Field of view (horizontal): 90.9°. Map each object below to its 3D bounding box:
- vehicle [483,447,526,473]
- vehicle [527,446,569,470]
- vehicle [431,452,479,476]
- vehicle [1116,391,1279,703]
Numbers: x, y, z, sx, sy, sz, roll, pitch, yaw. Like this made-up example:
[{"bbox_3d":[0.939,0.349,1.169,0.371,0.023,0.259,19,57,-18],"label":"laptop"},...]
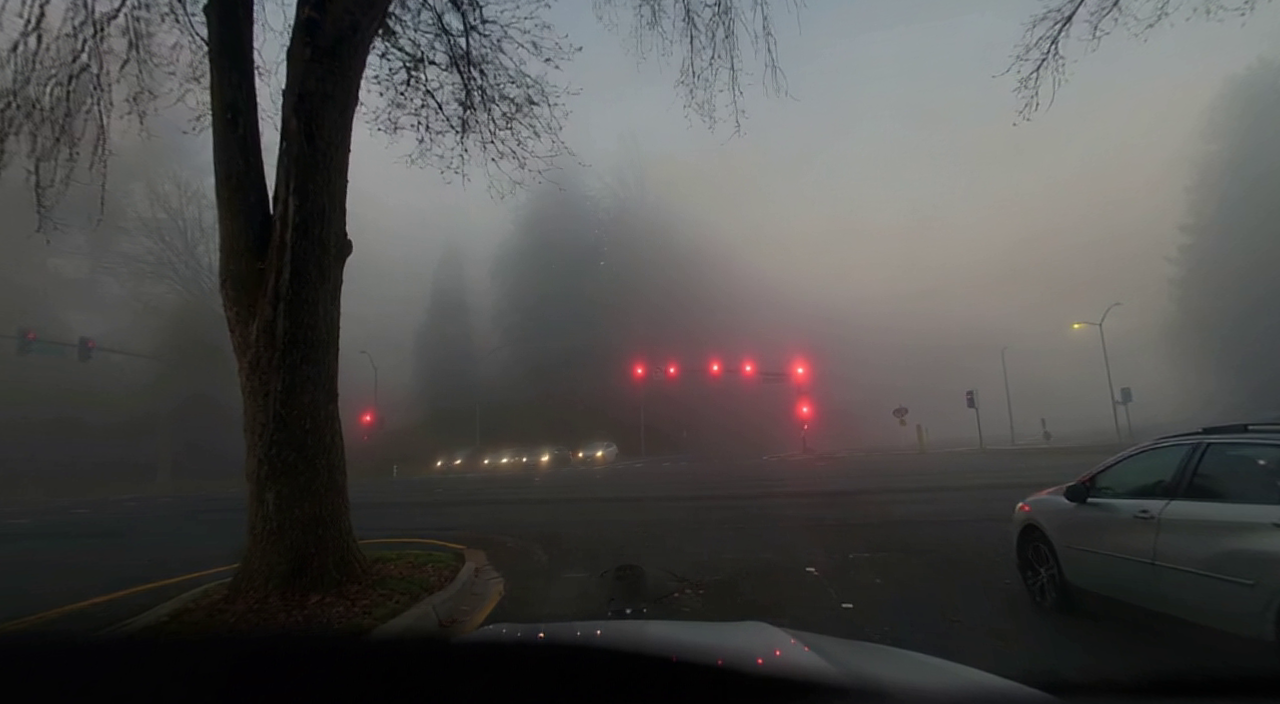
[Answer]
[{"bbox_3d":[-9.803,7.835,45.939,2.064,1.725,4.243,0,-9,1],"label":"vehicle"},{"bbox_3d":[-6.572,7.607,45.497,2.126,1.657,4.307,-1,-9,3],"label":"vehicle"},{"bbox_3d":[-13.434,8.118,45.983,2.101,1.637,4.304,0,-9,1],"label":"vehicle"},{"bbox_3d":[3.053,0.619,0.421,1.978,1.468,4.544,0,-9,1],"label":"vehicle"}]
